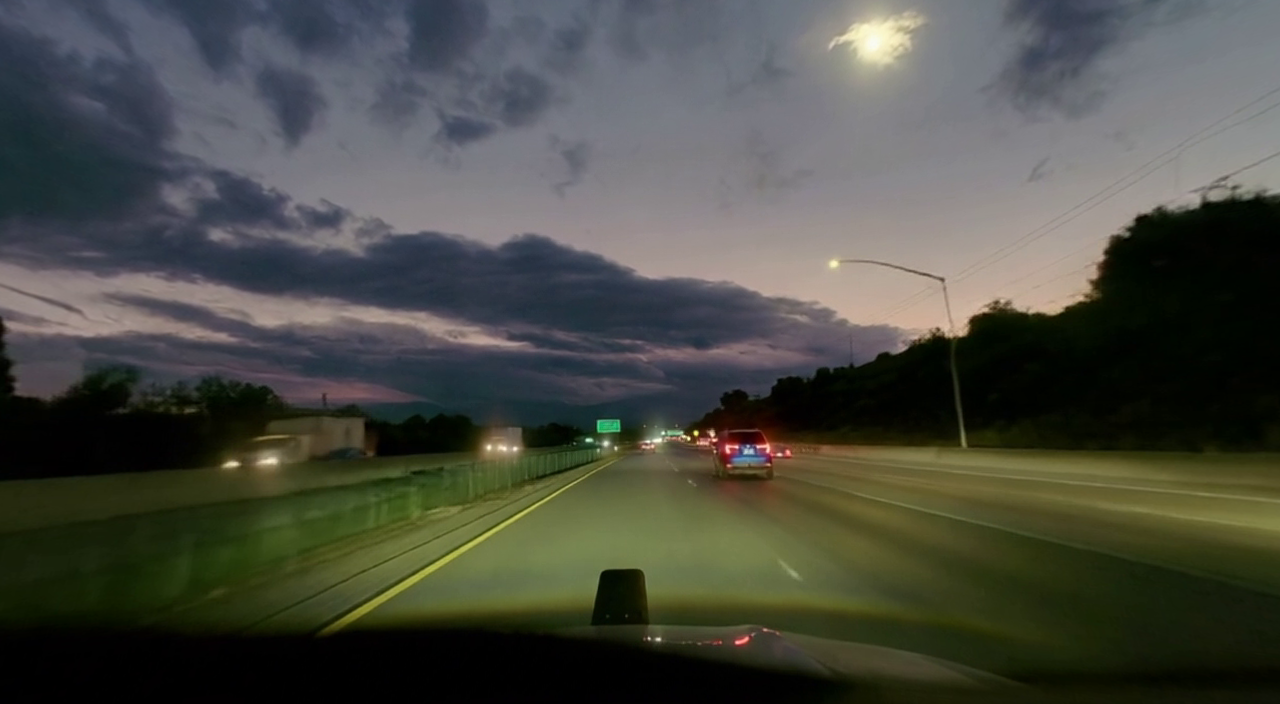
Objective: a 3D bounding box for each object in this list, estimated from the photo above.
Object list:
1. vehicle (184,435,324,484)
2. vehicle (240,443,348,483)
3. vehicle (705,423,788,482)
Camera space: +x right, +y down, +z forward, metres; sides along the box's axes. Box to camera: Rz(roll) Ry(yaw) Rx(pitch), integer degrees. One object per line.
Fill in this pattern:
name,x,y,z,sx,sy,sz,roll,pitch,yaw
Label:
vehicle,-20.673,5.790,34.480,2.679,2.309,7.731,-1,-8,1
vehicle,-16.942,5.416,31.308,2.324,1.768,5.382,-1,-8,0
vehicle,3.625,3.517,22.264,2.120,1.832,4.287,0,-8,-1
